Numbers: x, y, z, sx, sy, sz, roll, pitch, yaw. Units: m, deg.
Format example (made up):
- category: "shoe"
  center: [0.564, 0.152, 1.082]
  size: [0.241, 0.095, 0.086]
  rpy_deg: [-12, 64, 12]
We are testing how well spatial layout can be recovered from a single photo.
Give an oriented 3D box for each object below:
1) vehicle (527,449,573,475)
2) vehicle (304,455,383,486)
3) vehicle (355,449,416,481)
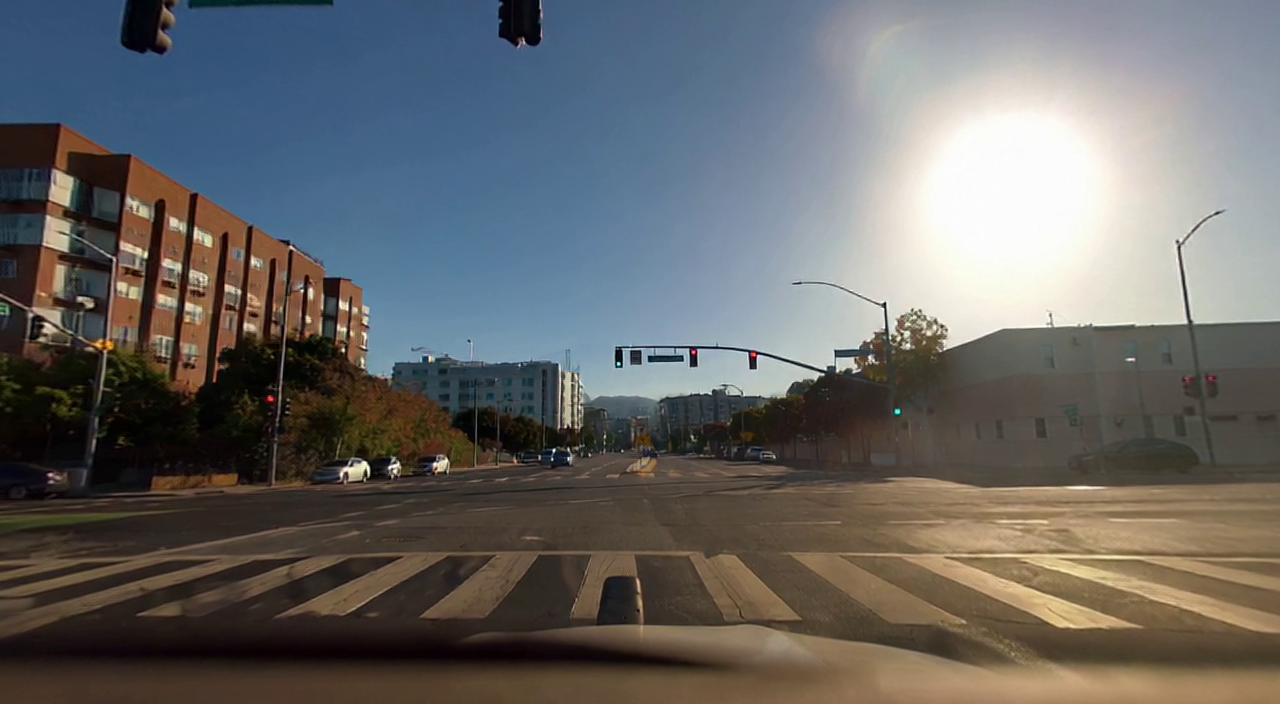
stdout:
- category: "vehicle"
  center: [-5.501, 6.748, 38.791]
  size: [2.154, 1.501, 4.416]
  rpy_deg: [0, -8, 0]
- category: "vehicle"
  center: [-16.093, 6.438, 34.376]
  size: [2.055, 1.506, 4.663]
  rpy_deg: [0, -8, -1]
- category: "vehicle"
  center: [-16.206, 7.195, 40.279]
  size: [1.960, 1.819, 5.018]
  rpy_deg: [0, -8, -2]
